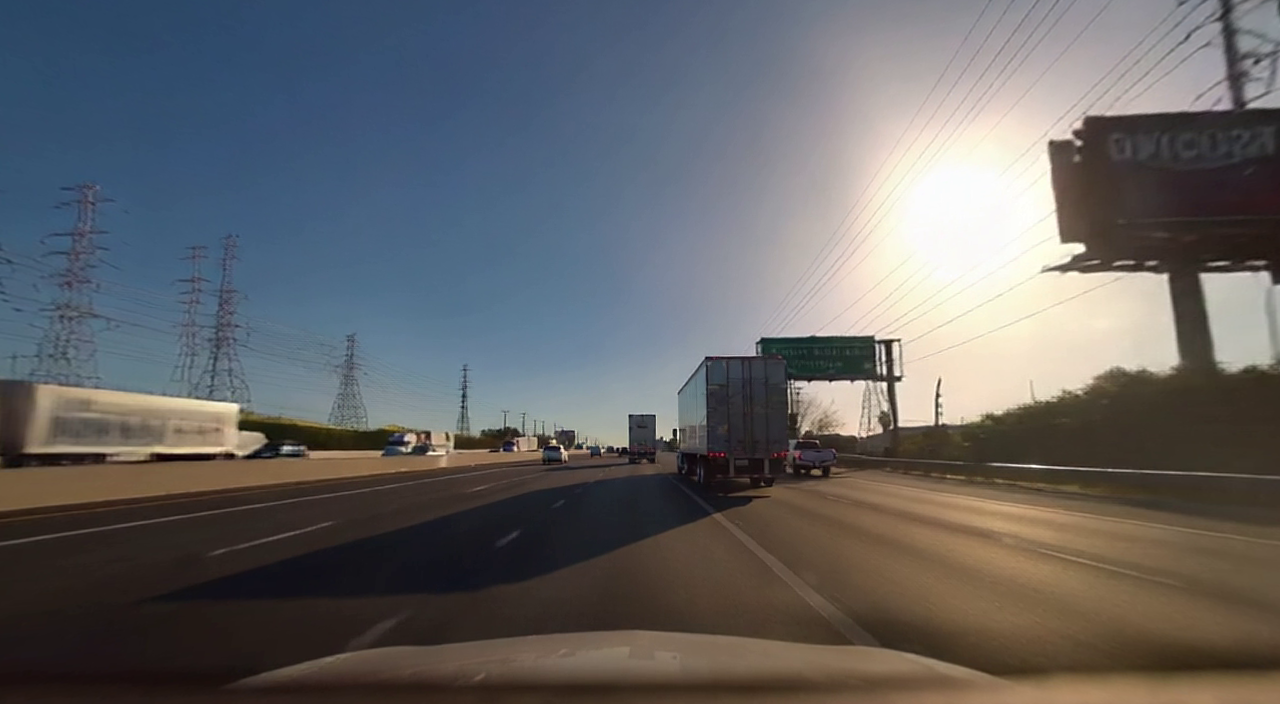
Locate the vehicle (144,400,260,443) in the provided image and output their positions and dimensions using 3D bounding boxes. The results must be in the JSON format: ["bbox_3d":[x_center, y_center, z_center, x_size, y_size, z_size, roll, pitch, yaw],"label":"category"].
[{"bbox_3d":[-20.907,3.439,30.526,2.008,1.858,4.938,-1,-9,1],"label":"vehicle"}]

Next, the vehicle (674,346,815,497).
[{"bbox_3d":[3.322,3.156,25.804,2.892,4.152,16.575,0,-9,0],"label":"vehicle"}]

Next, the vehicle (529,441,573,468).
[{"bbox_3d":[-6.849,7.925,49.223,2.425,1.917,5.647,-1,-9,2],"label":"vehicle"}]

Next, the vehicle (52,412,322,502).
[{"bbox_3d":[-20.893,5.079,31.283,2.971,3.403,13.948,-1,-9,1],"label":"vehicle"}]

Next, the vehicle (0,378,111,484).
[{"bbox_3d":[-24.803,2.965,23.539,3.057,3.802,8.100,0,-9,0],"label":"vehicle"}]

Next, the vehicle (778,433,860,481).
[{"bbox_3d":[7.550,4.490,27.219,2.115,1.844,4.522,0,-9,-1],"label":"vehicle"}]
